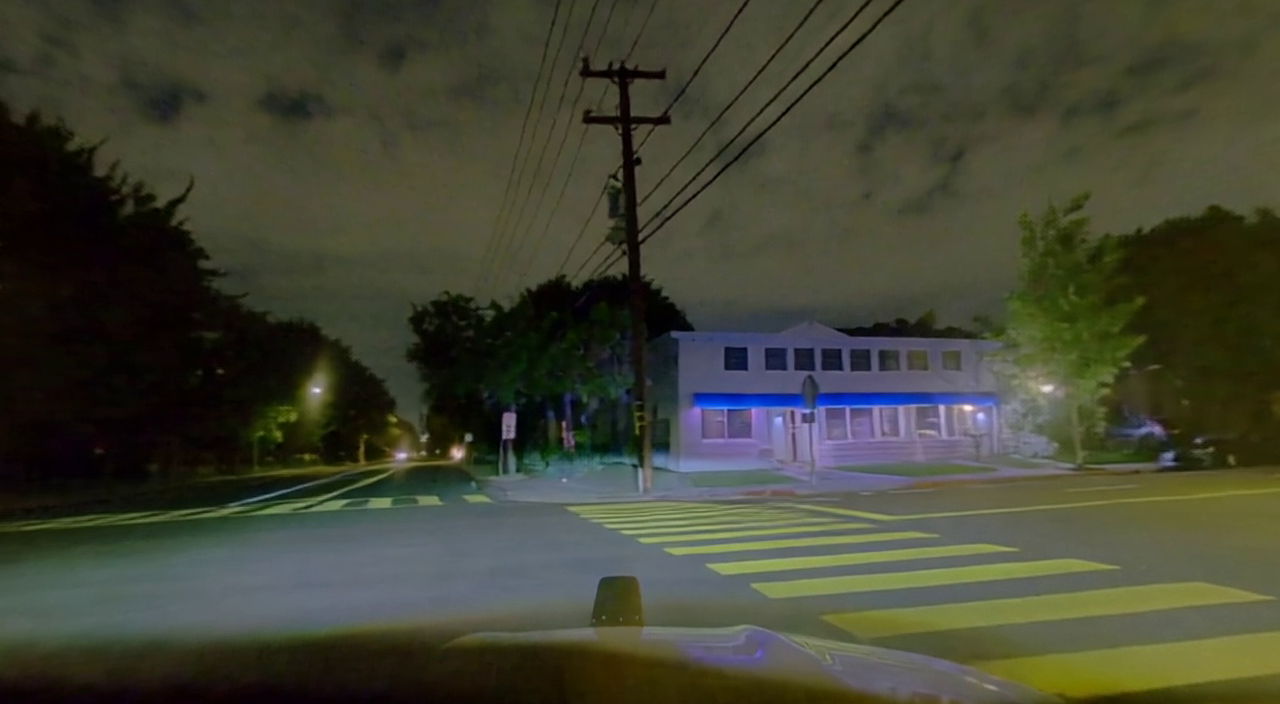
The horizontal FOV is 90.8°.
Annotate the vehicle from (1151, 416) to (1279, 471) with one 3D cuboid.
[{"bbox_3d":[20.708,3.222,22.175,4.509,1.775,1.975,3,-9,-17],"label":"vehicle"}]

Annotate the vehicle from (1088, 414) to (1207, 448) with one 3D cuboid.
[{"bbox_3d":[27.408,4.355,34.308,2.033,1.725,4.492,3,-9,-22],"label":"vehicle"}]
